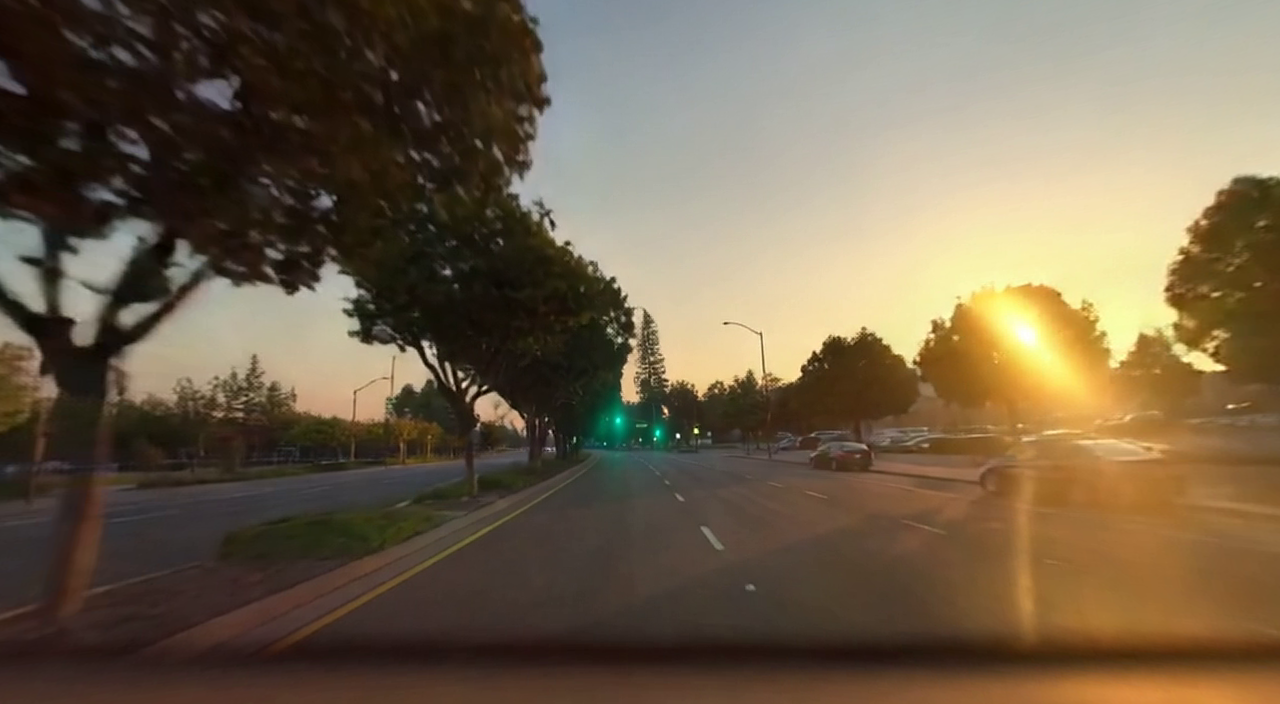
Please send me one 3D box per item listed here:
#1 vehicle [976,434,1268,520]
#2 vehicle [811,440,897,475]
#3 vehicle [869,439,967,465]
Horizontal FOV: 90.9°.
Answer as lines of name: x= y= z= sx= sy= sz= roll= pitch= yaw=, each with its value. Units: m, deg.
vehicle: x=10.269 y=2.694 z=14.295 sx=2.109 sy=1.533 sz=5.664 roll=0 pitch=-9 yaw=-1
vehicle: x=10.330 y=5.156 z=30.969 sx=2.034 sy=1.551 sz=5.228 roll=1 pitch=-9 yaw=-5
vehicle: x=16.890 y=6.097 z=38.477 sx=4.985 sy=1.484 sz=2.150 roll=1 pitch=-9 yaw=-3
